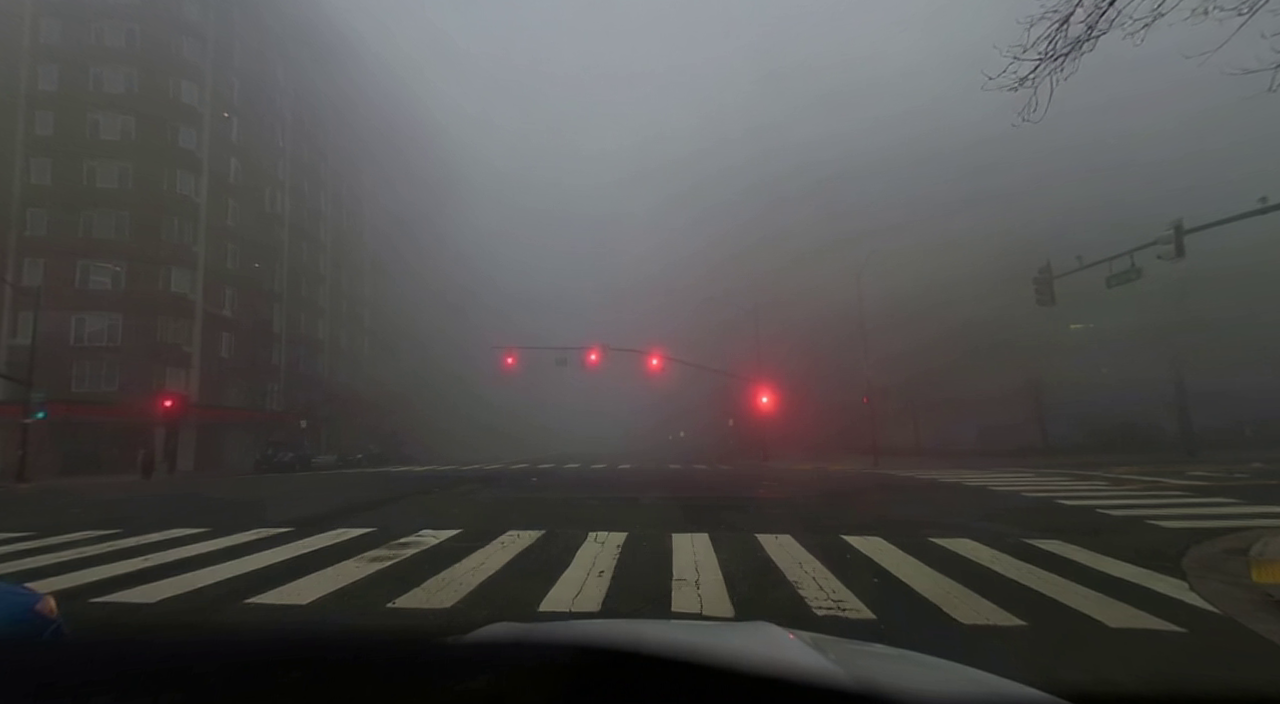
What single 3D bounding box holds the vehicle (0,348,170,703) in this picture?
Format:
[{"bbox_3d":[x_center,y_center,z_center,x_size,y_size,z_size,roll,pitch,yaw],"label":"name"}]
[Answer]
[{"bbox_3d":[-3.636,0.619,1.066,2.109,1.692,4.587,0,-8,0],"label":"vehicle"}]
